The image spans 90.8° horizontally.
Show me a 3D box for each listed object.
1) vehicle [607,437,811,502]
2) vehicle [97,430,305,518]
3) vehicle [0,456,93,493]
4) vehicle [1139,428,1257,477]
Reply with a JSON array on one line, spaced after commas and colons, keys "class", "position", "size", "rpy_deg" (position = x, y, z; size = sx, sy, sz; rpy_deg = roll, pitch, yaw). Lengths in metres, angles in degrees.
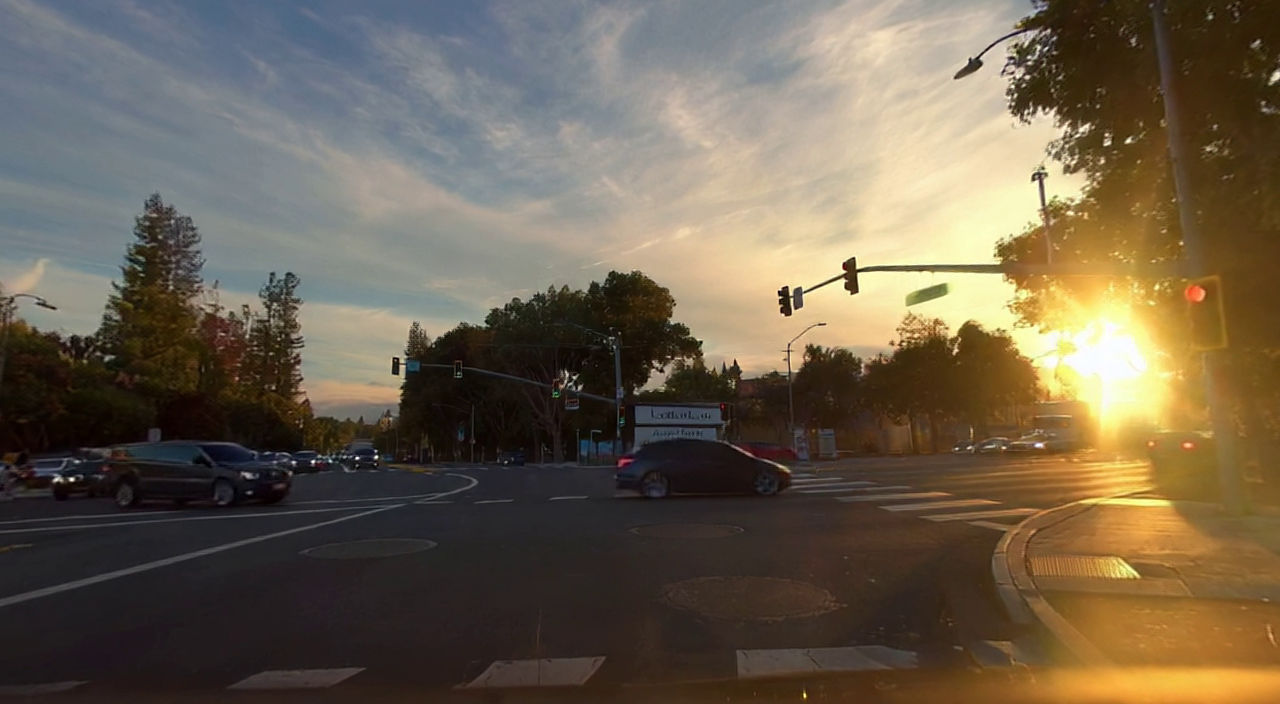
[{"class": "vehicle", "position": [1.569, 2.874, 15.696], "size": [4.728, 1.471, 1.957], "rpy_deg": [0, -9, -4]}, {"class": "vehicle", "position": [-11.630, 3.099, 16.611], "size": [5.896, 1.937, 2.358], "rpy_deg": [-6, -10, 33]}, {"class": "vehicle", "position": [-31.185, 6.261, 32.640], "size": [2.142, 1.723, 4.692], "rpy_deg": [1, -9, -9]}, {"class": "vehicle", "position": [20.434, 3.656, 23.100], "size": [4.281, 1.621, 1.903], "rpy_deg": [5, -10, -31]}]
